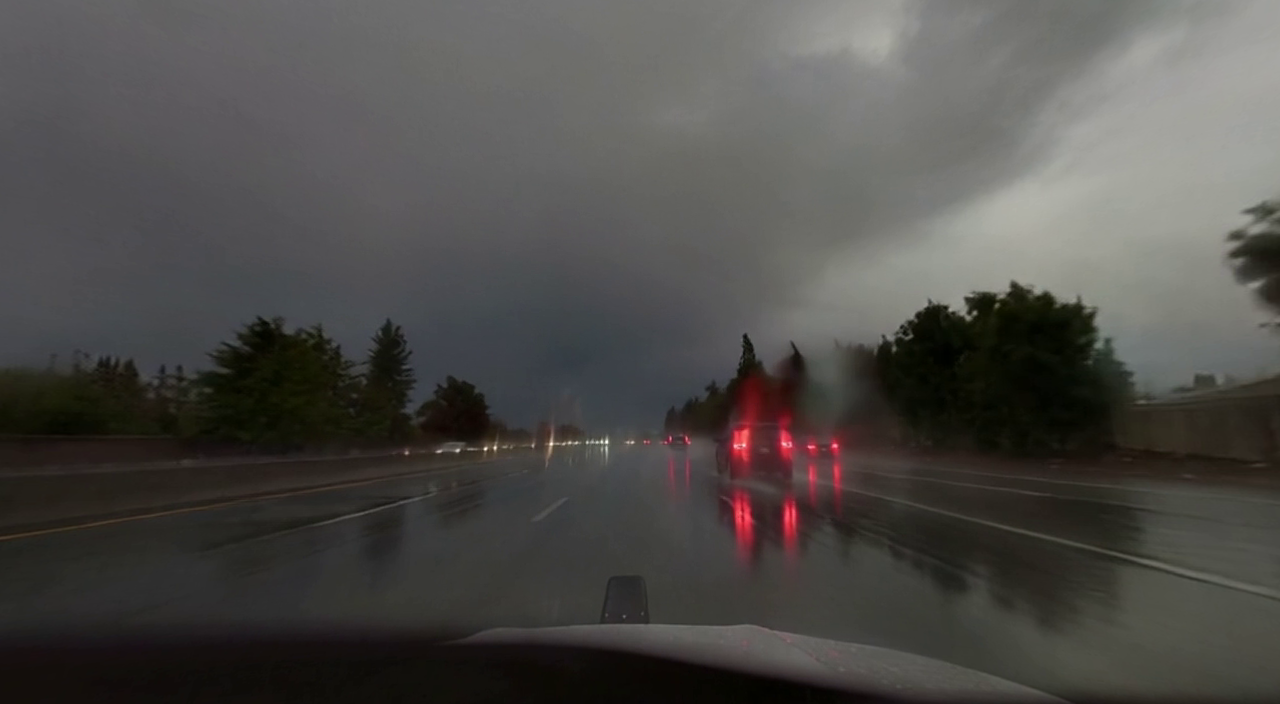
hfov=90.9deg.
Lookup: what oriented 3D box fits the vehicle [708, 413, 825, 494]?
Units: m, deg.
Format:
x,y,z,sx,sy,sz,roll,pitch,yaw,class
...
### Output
x,y,z,sx,sy,sz,roll,pitch,yaw,class
3.417,2.903,18.359,2.218,1.964,5.662,0,-8,0,vehicle
